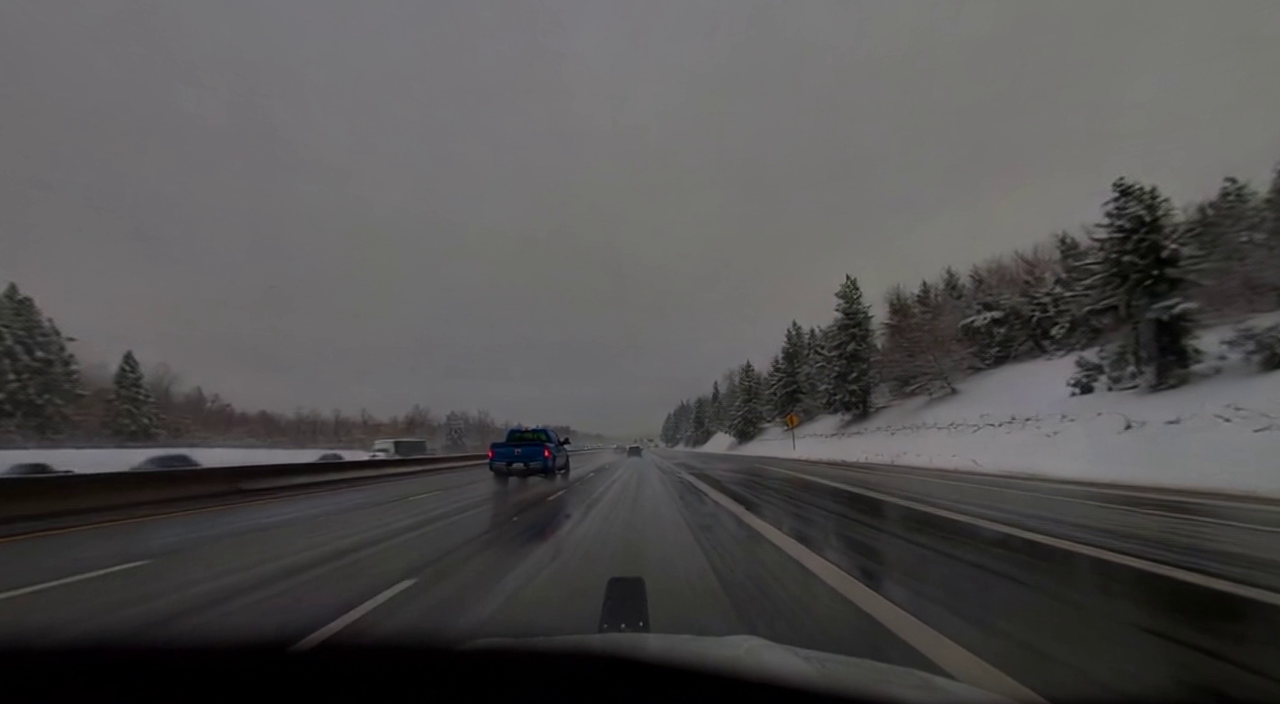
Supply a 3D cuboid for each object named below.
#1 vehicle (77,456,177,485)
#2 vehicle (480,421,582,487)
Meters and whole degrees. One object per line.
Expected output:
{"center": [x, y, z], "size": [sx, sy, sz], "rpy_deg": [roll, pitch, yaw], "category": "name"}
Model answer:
{"center": [-28.724, 6.619, 35.497], "size": [1.785, 1.477, 4.527], "rpy_deg": [0, -8, 0], "category": "vehicle"}
{"center": [-3.764, 3.692, 23.160], "size": [2.601, 2.084, 6.068], "rpy_deg": [0, -8, 0], "category": "vehicle"}
